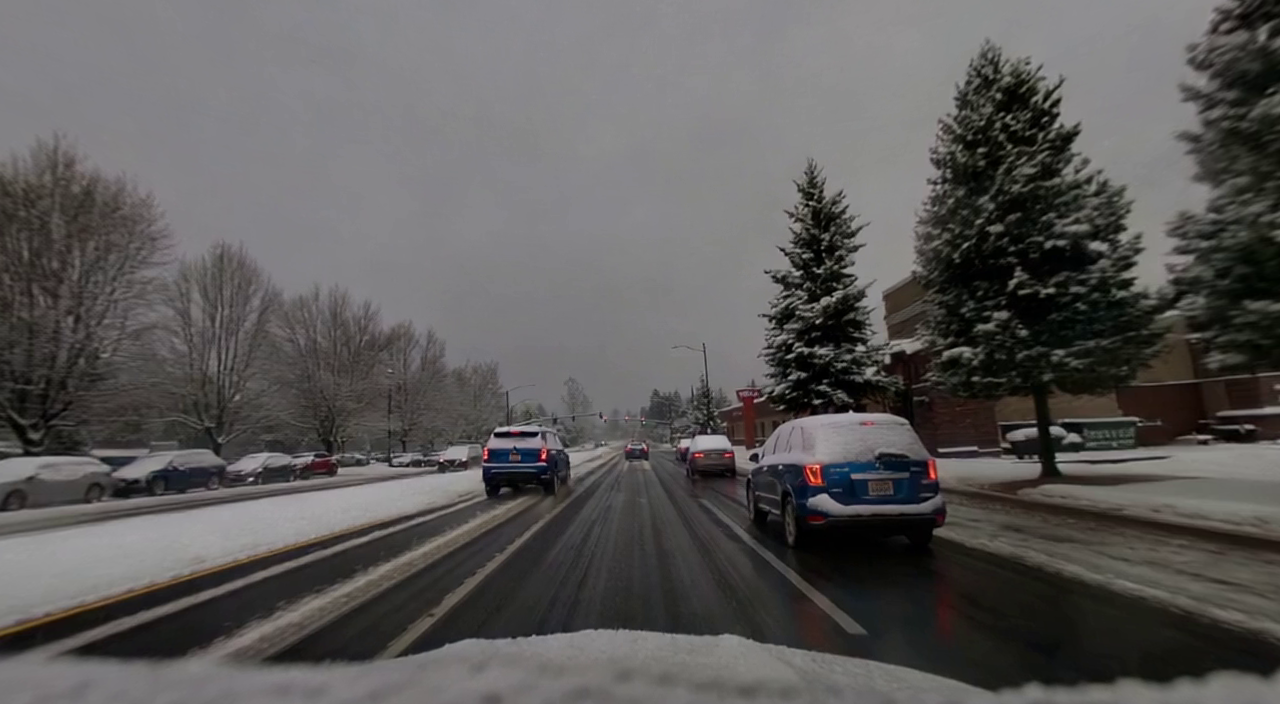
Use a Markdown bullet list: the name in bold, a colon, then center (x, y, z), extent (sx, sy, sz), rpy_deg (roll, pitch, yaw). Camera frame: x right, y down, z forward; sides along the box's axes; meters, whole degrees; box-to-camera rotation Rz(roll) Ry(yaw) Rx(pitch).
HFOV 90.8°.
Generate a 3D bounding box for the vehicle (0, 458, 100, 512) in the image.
- **vehicle**: center (-22.361, 4.791, 22.770), extent (1.836, 1.696, 4.517), rpy_deg (-4, -9, -1)

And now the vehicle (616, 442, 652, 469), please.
- **vehicle**: center (-0.359, 5.996, 36.824), extent (2.008, 1.464, 4.052), rpy_deg (0, -8, -1)

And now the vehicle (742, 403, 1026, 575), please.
- **vehicle**: center (2.825, 1.700, 8.621), extent (2.018, 1.719, 4.369), rpy_deg (0, -8, -1)

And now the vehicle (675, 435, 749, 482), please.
- **vehicle**: center (2.641, 4.079, 24.486), extent (2.174, 1.596, 4.779), rpy_deg (0, -8, -2)

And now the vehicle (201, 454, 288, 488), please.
- **vehicle**: center (-22.242, 6.684, 35.778), extent (1.908, 1.711, 4.461), rpy_deg (0, -8, 1)

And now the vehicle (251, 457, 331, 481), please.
- **vehicle**: center (-23.993, 8.023, 43.494), extent (4.607, 1.481, 1.915), rpy_deg (5, -10, -33)

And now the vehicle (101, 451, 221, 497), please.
- **vehicle**: center (-22.431, 5.690, 29.853), extent (1.931, 1.908, 4.694), rpy_deg (0, -8, 0)

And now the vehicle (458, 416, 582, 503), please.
- **vehicle**: center (-3.083, 2.931, 17.644), extent (2.368, 2.037, 5.319), rpy_deg (0, -8, 0)
